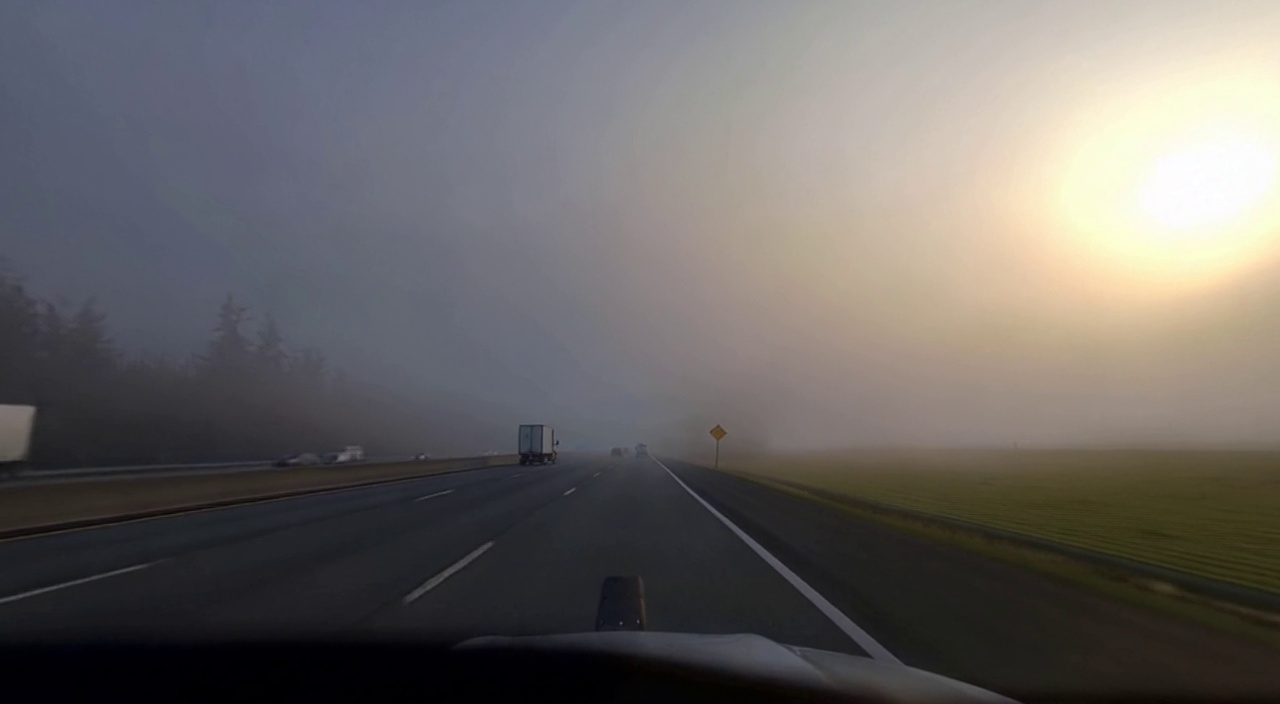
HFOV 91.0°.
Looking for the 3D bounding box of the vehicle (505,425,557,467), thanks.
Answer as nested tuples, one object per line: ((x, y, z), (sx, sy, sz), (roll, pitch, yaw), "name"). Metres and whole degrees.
((-7.470, 6.542, 43.784), (2.444, 2.685, 5.893), (0, -9, 1), "vehicle")
